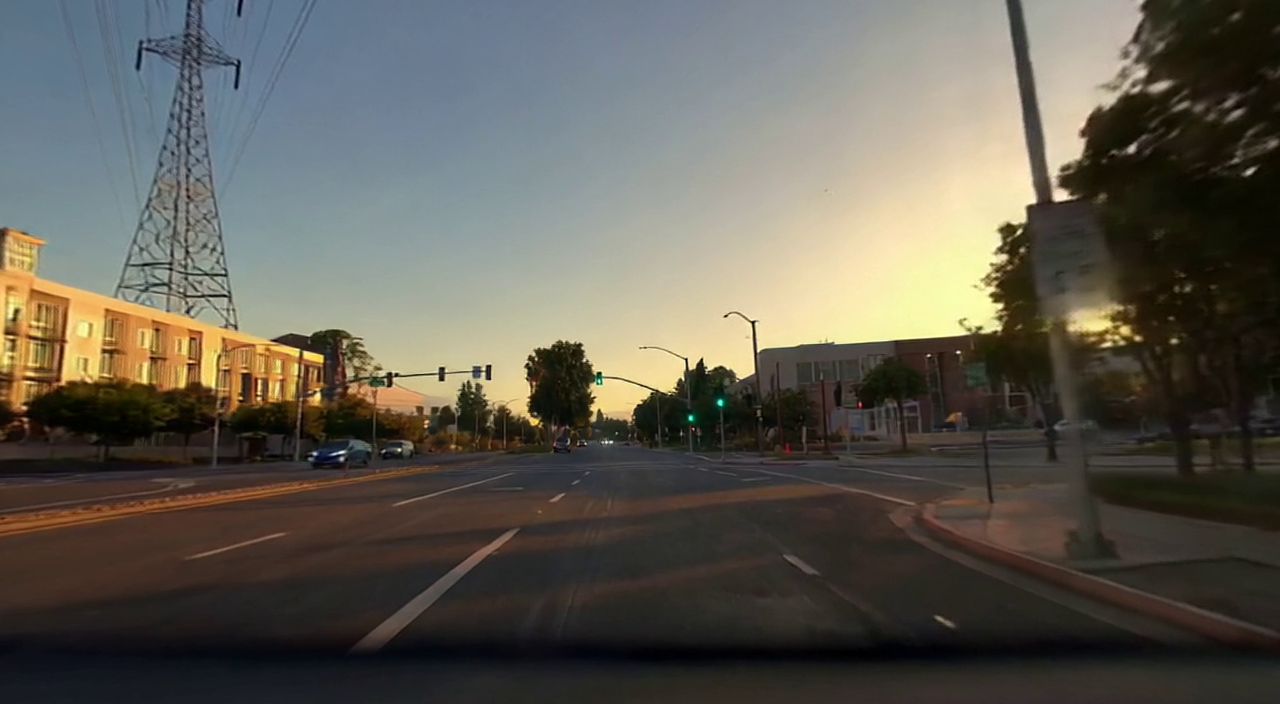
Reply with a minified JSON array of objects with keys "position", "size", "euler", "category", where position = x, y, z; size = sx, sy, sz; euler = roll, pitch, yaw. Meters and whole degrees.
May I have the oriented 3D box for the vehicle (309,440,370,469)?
[{"position":[-20.960,7.160,44.307],"size":[2.097,1.858,4.601],"euler":[0,-9,-2],"category":"vehicle"}]
